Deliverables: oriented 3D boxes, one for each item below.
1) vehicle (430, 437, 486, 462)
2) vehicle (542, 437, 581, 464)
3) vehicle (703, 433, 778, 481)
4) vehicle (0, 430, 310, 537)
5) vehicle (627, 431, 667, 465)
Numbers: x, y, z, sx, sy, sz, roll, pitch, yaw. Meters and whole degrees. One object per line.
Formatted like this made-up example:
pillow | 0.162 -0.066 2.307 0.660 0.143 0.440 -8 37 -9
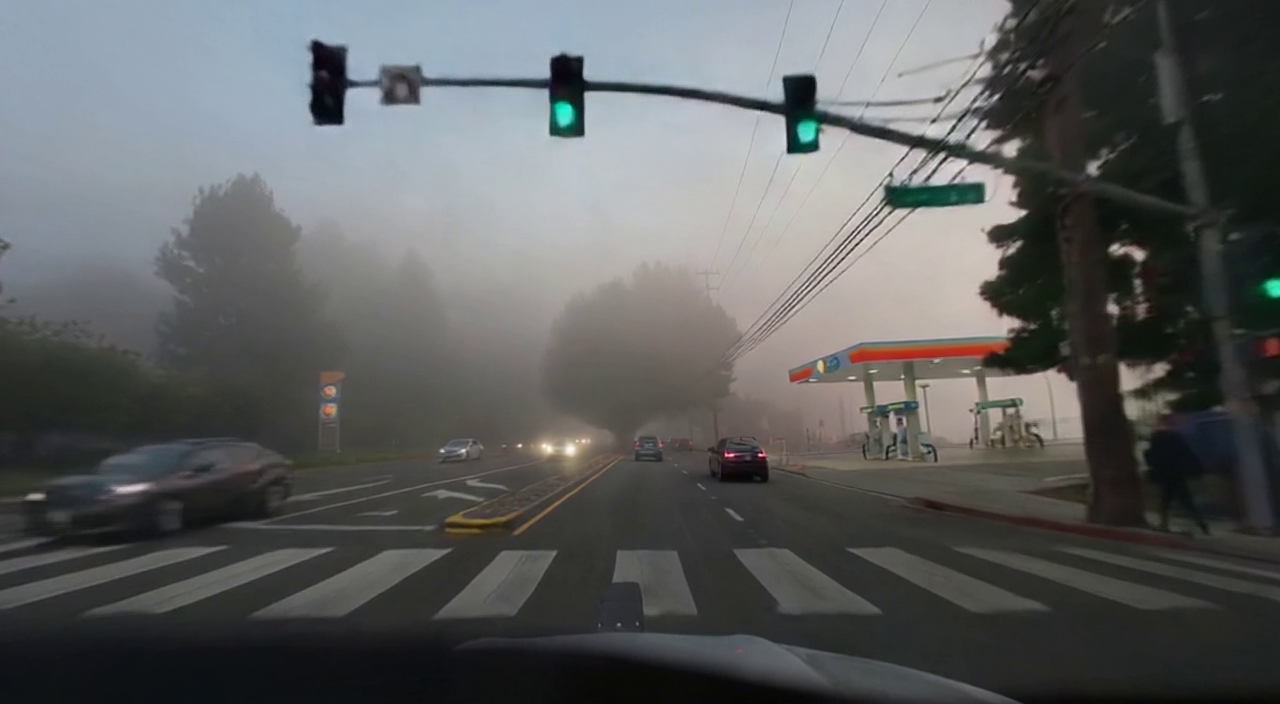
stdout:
vehicle | -12.097 6.517 42.265 2.264 1.515 4.718 -1 -8 1
vehicle | -4.664 5.912 37.980 1.816 1.484 3.629 -1 -8 1
vehicle | 3.604 3.854 23.402 1.990 1.592 4.294 0 -8 -1
vehicle | -8.305 2.245 11.480 2.109 1.525 4.562 -1 -8 1
vehicle | 0.395 5.568 36.779 2.163 1.825 4.073 0 -8 1
